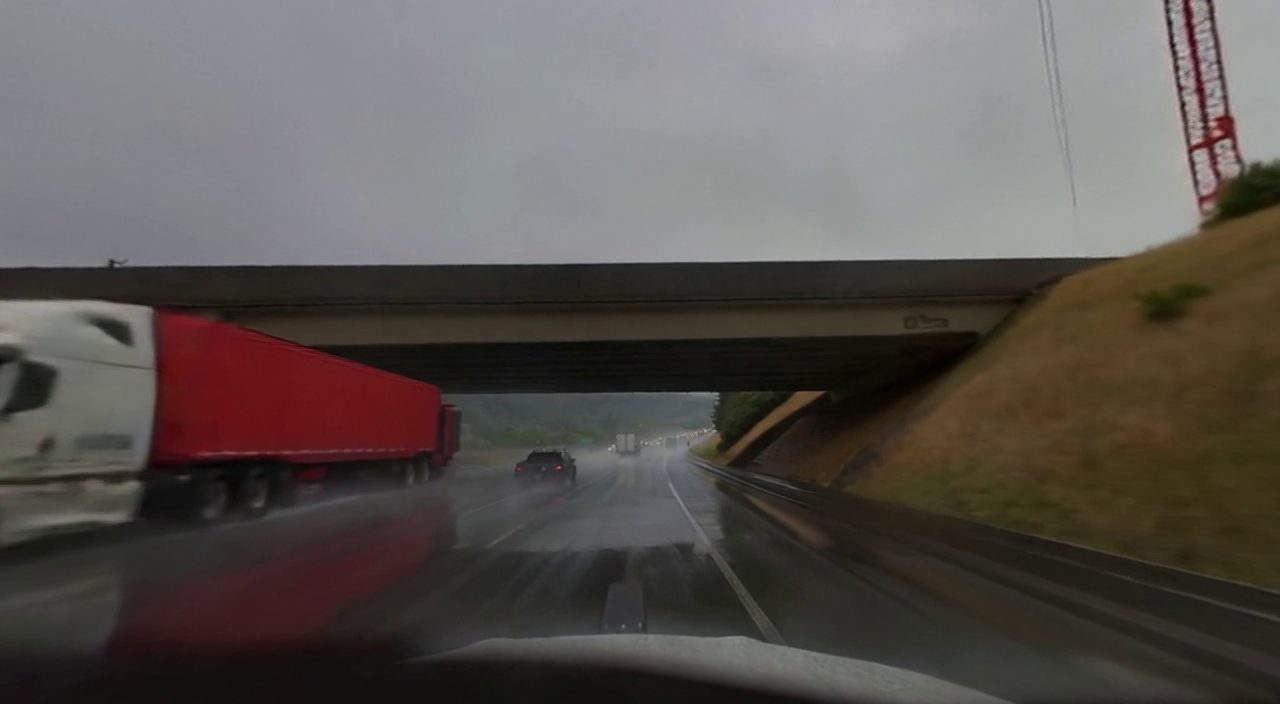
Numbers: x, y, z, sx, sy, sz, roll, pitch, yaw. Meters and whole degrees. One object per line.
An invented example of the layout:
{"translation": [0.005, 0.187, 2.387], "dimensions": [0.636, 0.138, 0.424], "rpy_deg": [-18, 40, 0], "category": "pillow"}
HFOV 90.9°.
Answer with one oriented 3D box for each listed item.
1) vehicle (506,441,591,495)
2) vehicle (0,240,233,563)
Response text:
{"translation": [-2.989, 3.905, 21.534], "dimensions": [2.194, 1.648, 3.984], "rpy_deg": [0, -9, 2], "category": "vehicle"}
{"translation": [-9.657, 0.809, 9.071], "dimensions": [3.436, 3.972, 5.728], "rpy_deg": [0, -9, 2], "category": "vehicle"}
